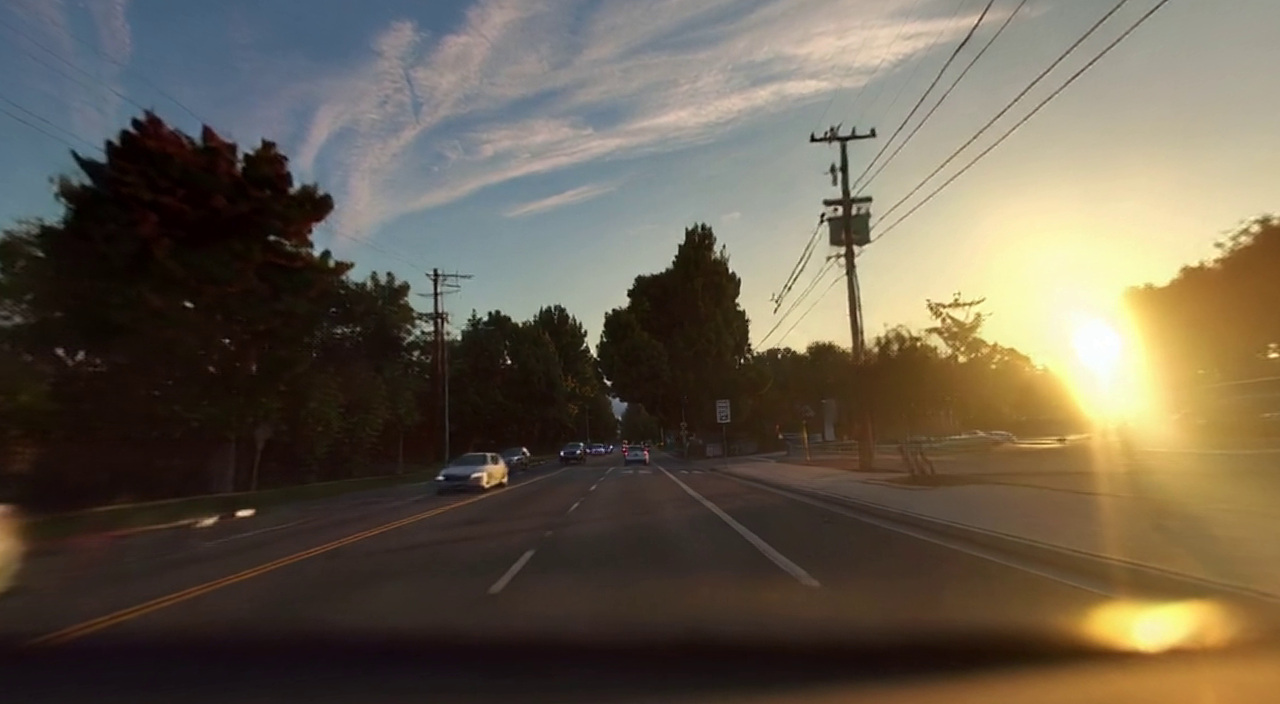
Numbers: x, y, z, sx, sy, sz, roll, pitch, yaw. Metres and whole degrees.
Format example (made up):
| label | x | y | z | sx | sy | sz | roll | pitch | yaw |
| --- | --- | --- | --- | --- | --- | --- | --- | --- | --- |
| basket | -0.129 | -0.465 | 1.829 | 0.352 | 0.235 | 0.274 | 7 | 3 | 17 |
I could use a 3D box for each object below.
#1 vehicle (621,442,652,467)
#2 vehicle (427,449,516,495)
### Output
| label | x | y | z | sx | sy | sz | roll | pitch | yaw |
| --- | --- | --- | --- | --- | --- | --- | --- | --- | --- |
| vehicle | -0.327 | 7.522 | 46.478 | 2.163 | 1.746 | 4.073 | 0 | -8 | -2 |
| vehicle | -5.908 | 4.245 | 22.779 | 2.030 | 1.445 | 4.321 | -1 | -8 | 0 |
